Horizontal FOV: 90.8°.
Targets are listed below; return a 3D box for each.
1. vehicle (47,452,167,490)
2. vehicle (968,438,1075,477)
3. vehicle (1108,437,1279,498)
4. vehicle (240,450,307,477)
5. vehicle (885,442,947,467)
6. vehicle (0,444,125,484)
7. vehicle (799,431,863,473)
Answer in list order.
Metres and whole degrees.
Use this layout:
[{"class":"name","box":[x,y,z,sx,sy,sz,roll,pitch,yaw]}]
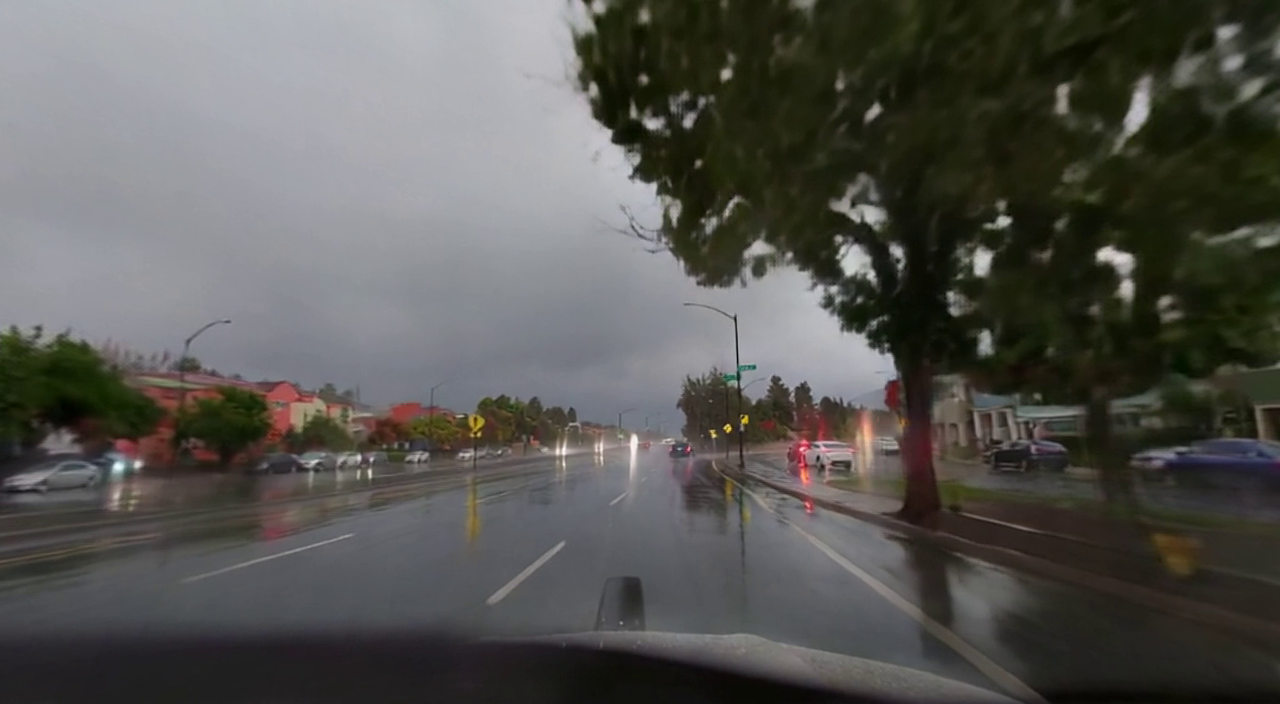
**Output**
[{"class":"vehicle","box":[-27.799,6.200,33.211,2.032,1.799,4.636,-1,-8,4]},{"class":"vehicle","box":[16.497,4.564,27.638,1.940,1.556,4.542,-1,-8,2]},{"class":"vehicle","box":[16.355,3.276,18.401,1.945,1.531,4.589,0,-8,0]},{"class":"vehicle","box":[-26.703,8.187,46.206,1.983,1.691,4.336,-4,-13,4]},{"class":"vehicle","box":[17.341,6.446,39.940,1.969,1.465,4.930,-1,-8,4]},{"class":"vehicle","box":[-33.329,6.334,35.979,5.871,2.184,2.518,-1,-8,5]},{"class":"vehicle","box":[10.121,5.443,33.867,1.923,1.741,4.683,-4,-13,0]}]
